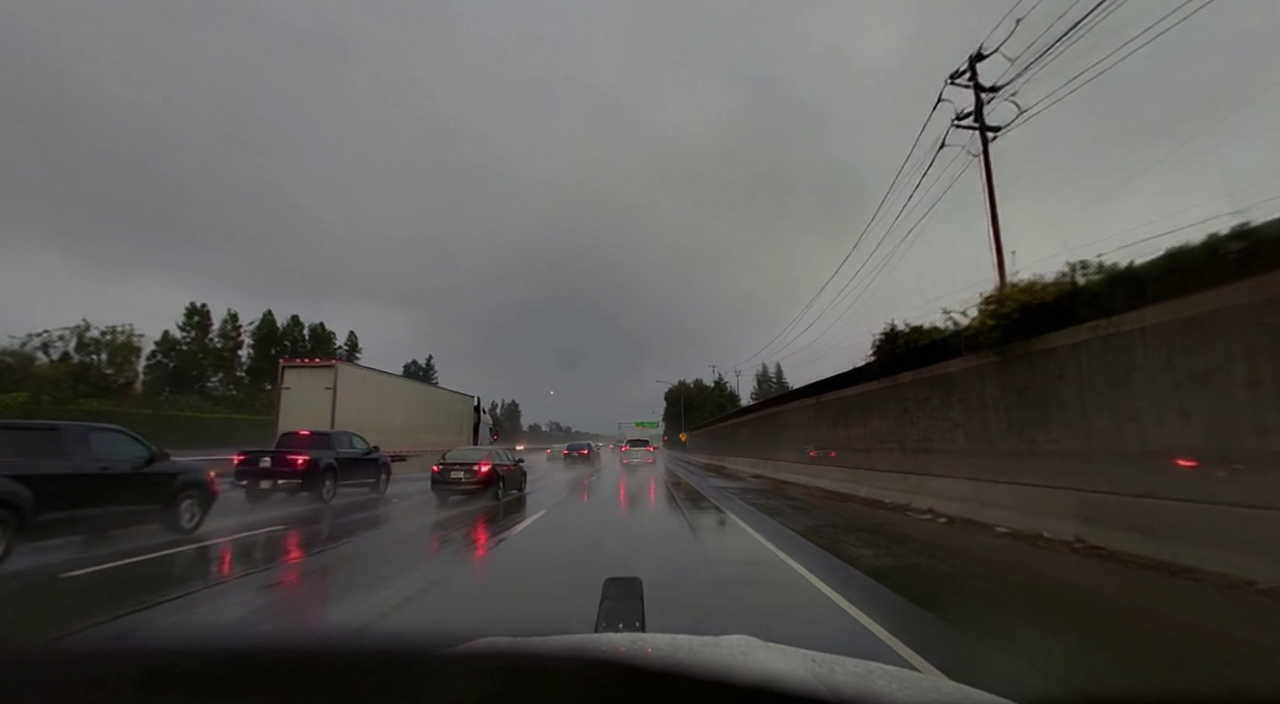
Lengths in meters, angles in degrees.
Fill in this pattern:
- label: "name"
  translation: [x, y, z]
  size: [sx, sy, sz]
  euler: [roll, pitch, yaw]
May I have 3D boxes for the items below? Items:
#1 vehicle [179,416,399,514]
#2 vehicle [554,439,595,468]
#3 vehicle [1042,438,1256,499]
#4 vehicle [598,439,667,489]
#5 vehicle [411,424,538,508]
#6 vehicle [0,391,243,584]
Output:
- label: "vehicle"
  translation: [-7.572, 2.500, 14.453]
  size: [2.054, 1.825, 5.072]
  euler: [0, -8, 1]
- label: "vehicle"
  translation: [-3.981, 6.260, 39.175]
  size: [1.976, 1.705, 4.176]
  euler: [0, -8, 1]
- label: "vehicle"
  translation: [14.088, 3.229, 17.993]
  size: [2.027, 1.478, 4.849]
  euler: [0, -9, -1]
- label: "vehicle"
  translation: [-0.256, 3.686, 21.122]
  size: [2.089, 1.477, 3.818]
  euler: [0, -8, -1]
- label: "vehicle"
  translation: [-3.799, 2.701, 15.354]
  size: [1.923, 1.716, 4.289]
  euler: [0, -9, 0]
- label: "vehicle"
  translation: [-6.941, 1.448, 7.134]
  size: [2.027, 1.762, 4.386]
  euler: [0, -9, 0]
